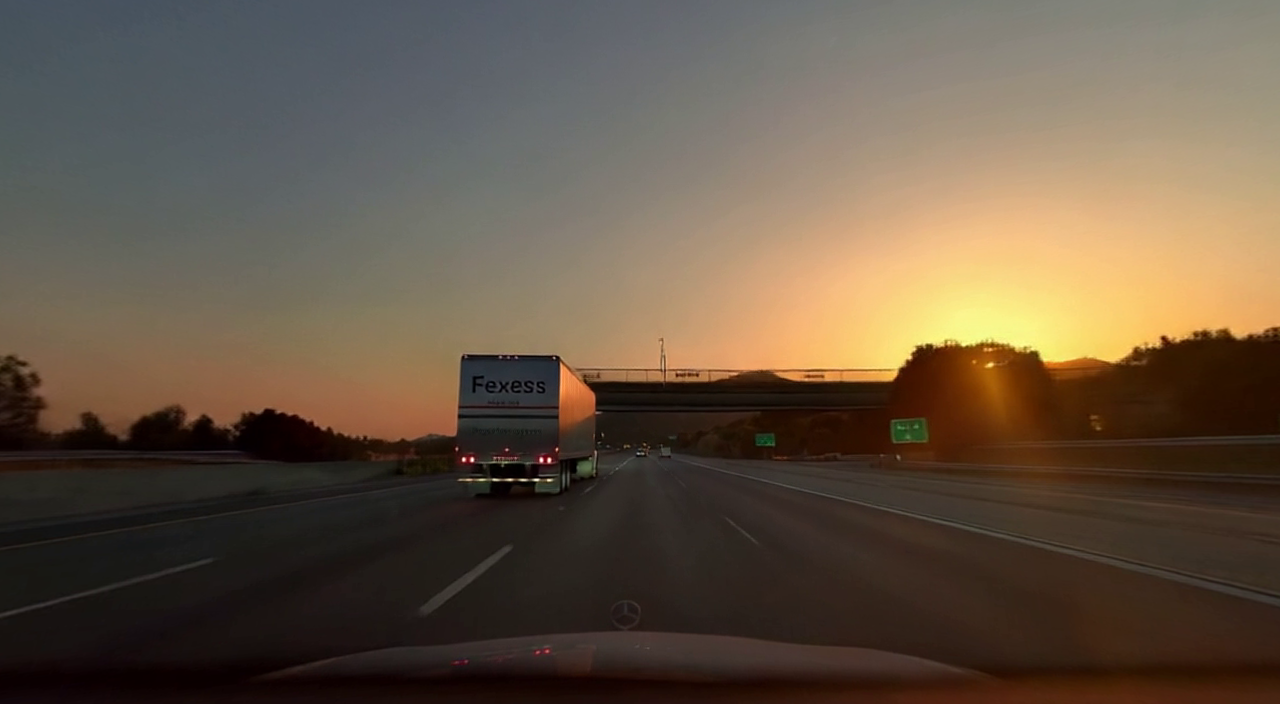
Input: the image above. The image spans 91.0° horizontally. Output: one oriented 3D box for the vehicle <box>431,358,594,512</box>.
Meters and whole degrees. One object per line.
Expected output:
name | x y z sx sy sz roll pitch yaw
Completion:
vehicle | -3.179 2.505 18.461 2.922 3.458 8.360 0 -9 0
